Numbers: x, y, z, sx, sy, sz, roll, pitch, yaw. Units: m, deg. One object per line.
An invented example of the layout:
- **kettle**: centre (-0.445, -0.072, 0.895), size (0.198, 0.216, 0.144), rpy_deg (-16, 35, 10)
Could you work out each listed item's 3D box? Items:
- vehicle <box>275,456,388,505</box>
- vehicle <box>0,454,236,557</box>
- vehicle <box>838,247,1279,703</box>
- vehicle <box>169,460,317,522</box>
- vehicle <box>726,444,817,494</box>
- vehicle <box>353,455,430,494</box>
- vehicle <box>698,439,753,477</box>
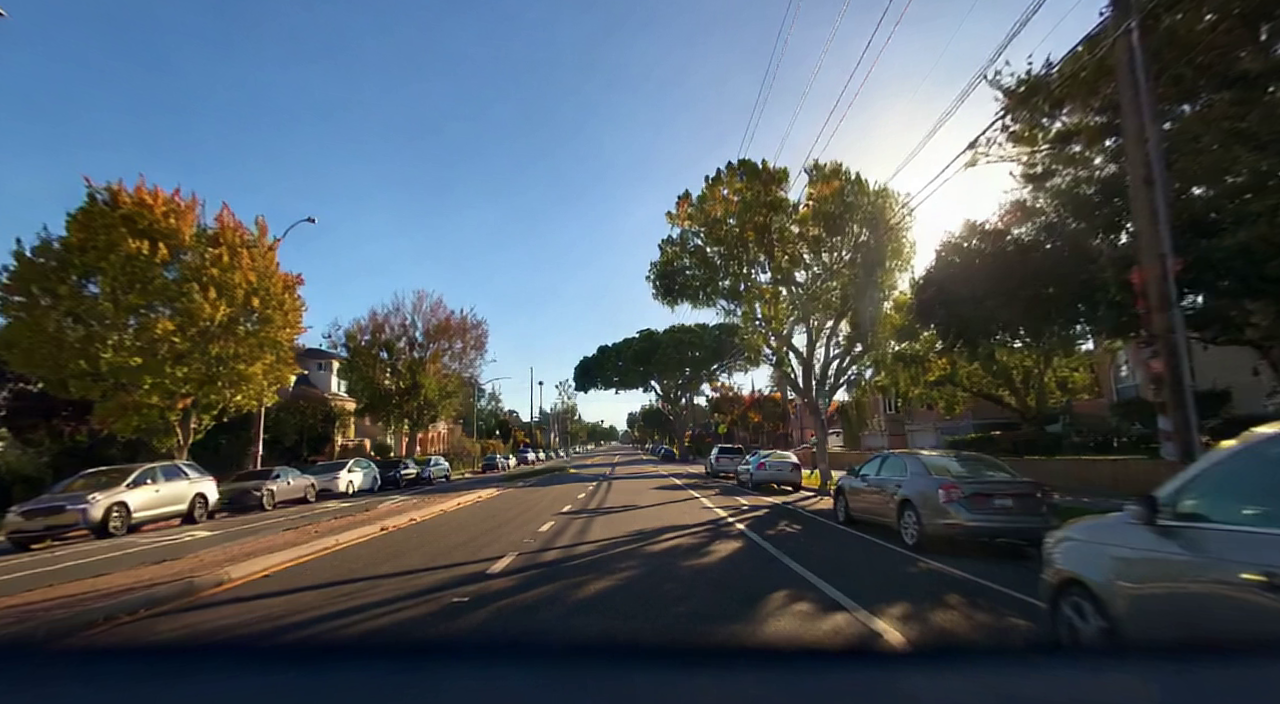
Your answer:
- **vehicle**: centre (-11.051, 4.597, 23.084), size (1.955, 1.522, 4.759), rpy_deg (0, -9, -3)
- **vehicle**: centre (-11.054, 3.060, 13.372), size (2.061, 1.737, 4.370), rpy_deg (0, -9, 0)
- **vehicle**: centre (3.986, 0.829, 3.546), size (3.500, 2.118, 6.308), rpy_deg (0, -7, -2)
- **vehicle**: centre (-11.203, 3.906, 18.196), size (1.689, 1.461, 4.008), rpy_deg (0, -9, -1)
- **vehicle**: centre (4.227, 3.851, 21.151), size (1.989, 1.471, 4.460), rpy_deg (0, -9, -1)
- **vehicle**: centre (-11.034, 5.443, 28.365), size (1.804, 1.513, 4.450), rpy_deg (0, -9, -3)
- **vehicle**: centre (4.296, 5.428, 32.481), size (2.126, 1.802, 4.259), rpy_deg (0, -9, -2)
